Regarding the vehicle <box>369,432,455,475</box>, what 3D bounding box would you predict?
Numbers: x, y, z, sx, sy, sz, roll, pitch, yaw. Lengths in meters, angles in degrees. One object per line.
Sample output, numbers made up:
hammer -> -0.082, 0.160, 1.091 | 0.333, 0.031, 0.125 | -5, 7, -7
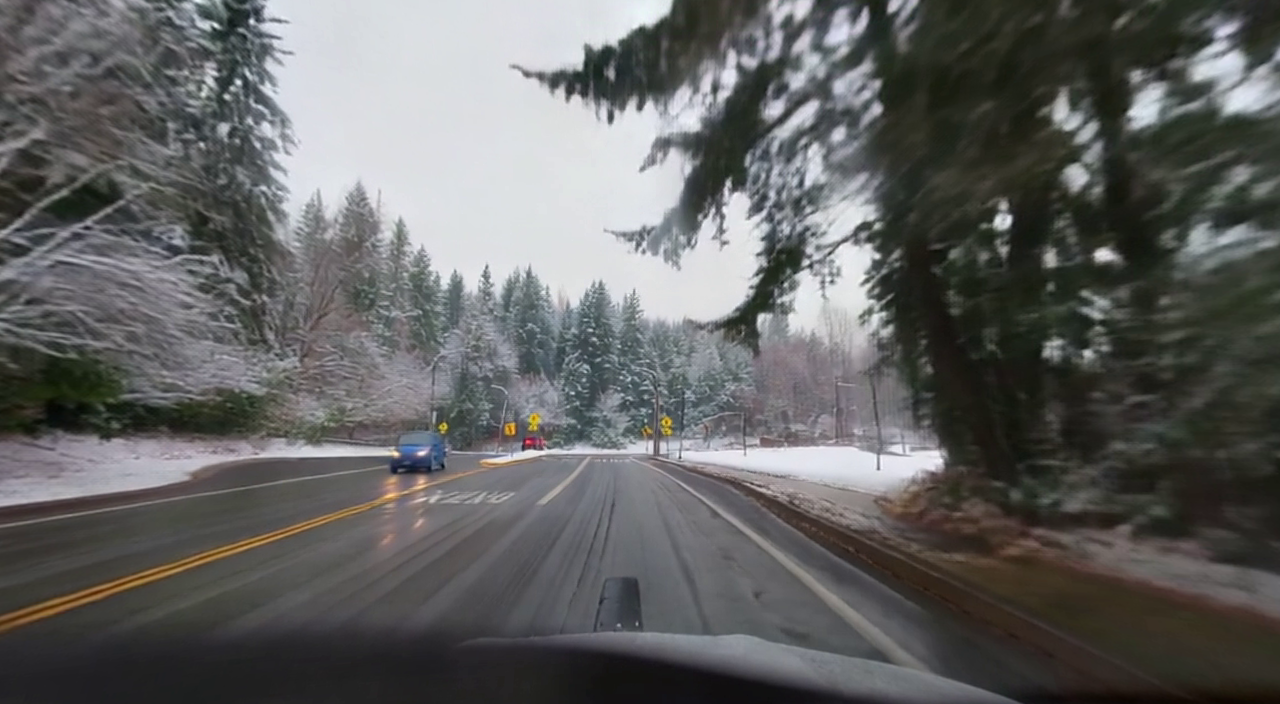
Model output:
vehicle -> -9.257, 4.149, 25.985 | 2.129, 1.590, 4.616 | 0, -8, -4
